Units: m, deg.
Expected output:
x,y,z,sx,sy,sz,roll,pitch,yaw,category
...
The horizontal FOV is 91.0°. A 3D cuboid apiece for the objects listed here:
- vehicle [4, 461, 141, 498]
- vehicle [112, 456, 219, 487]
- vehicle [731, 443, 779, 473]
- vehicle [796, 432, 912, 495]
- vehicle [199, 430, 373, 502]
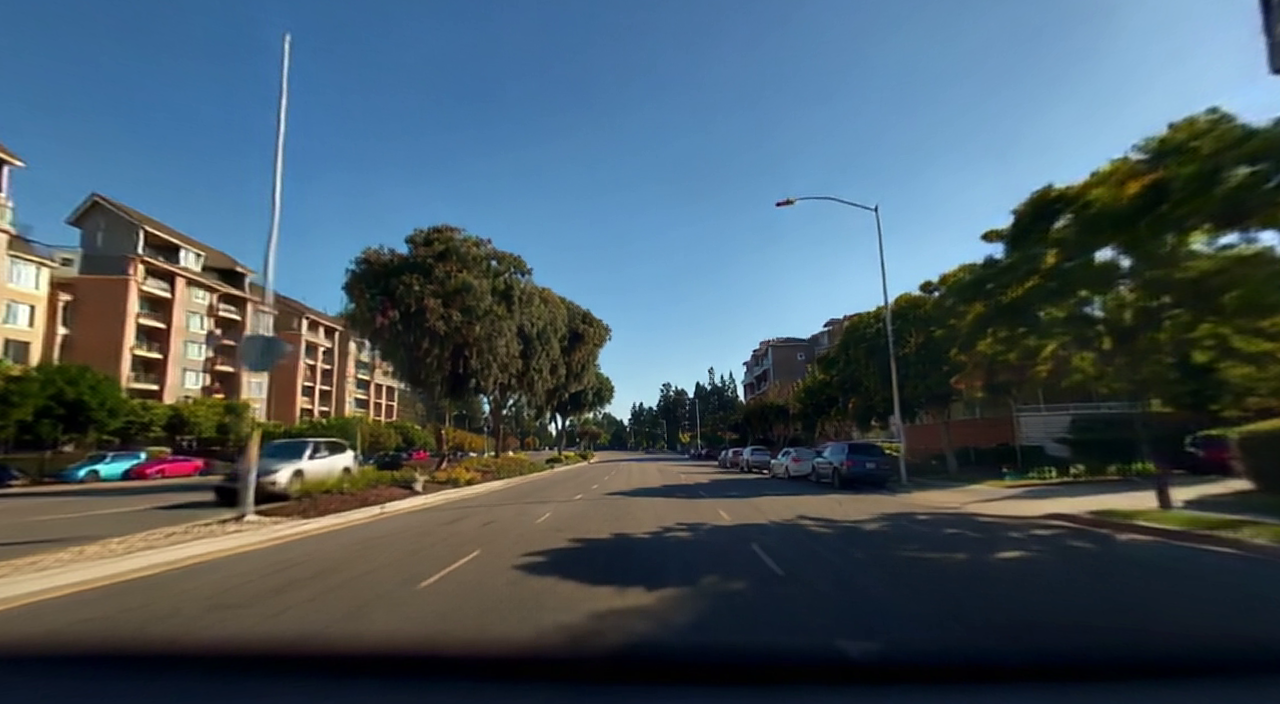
x,y,z,sx,sy,sz,roll,pitch,yaw,category
-25.721,5.772,28.798,1.931,1.427,4.578,0,-9,1,vehicle
-25.605,6.434,34.189,1.939,1.514,4.793,-1,-9,2,vehicle
6.884,6.345,38.022,2.078,1.699,4.292,0,-9,0,vehicle
7.116,3.749,21.588,2.241,1.877,4.810,0,-9,0,vehicle
-11.805,3.828,21.727,2.445,2.105,5.995,0,-9,0,vehicle
